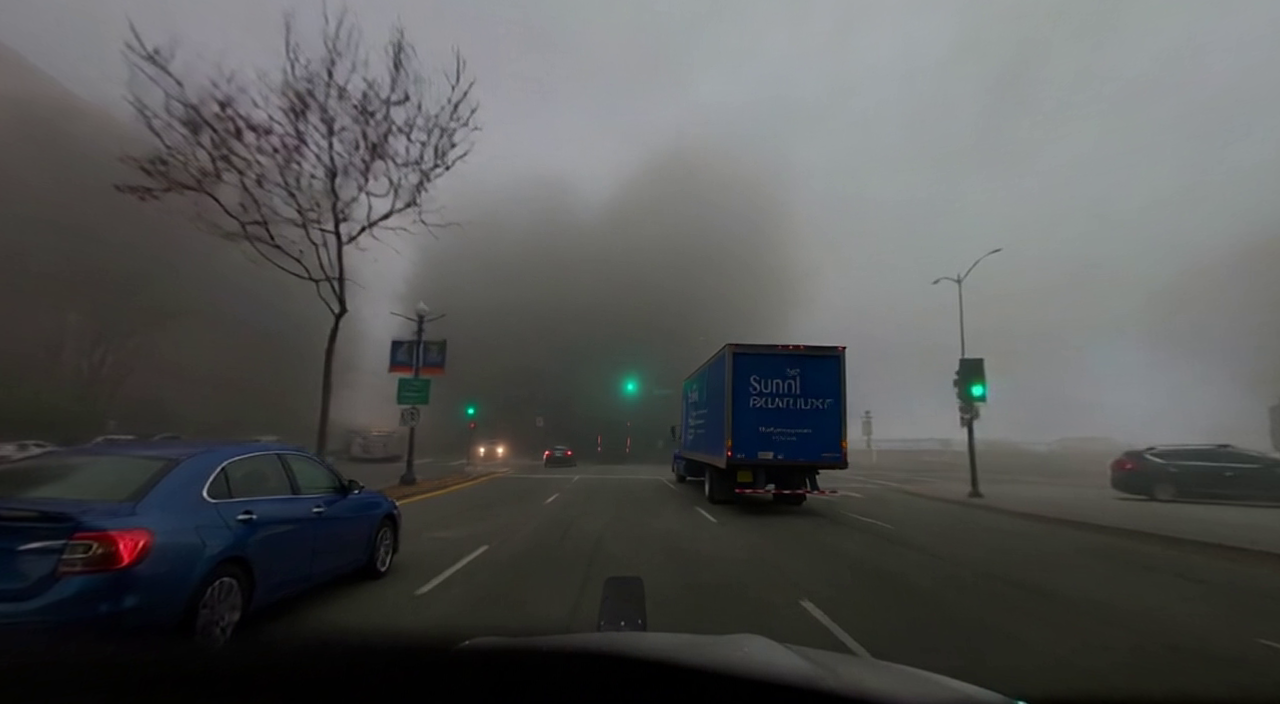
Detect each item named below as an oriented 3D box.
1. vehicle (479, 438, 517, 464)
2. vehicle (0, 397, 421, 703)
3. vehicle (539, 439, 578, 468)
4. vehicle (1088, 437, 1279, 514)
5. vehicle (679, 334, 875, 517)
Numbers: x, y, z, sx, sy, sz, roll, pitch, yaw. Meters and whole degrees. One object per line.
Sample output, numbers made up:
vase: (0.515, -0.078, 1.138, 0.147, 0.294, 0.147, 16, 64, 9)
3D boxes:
vehicle: (-10.701, 7.508, 47.740, 2.374, 1.863, 4.751, 1, -9, -7)
vehicle: (-3.423, 1.274, 4.852, 1.828, 1.515, 4.422, 0, -8, 0)
vehicle: (-5.368, 6.739, 41.823, 2.388, 1.811, 4.455, 1, -9, -5)
vehicle: (16.267, 3.390, 17.429, 5.670, 1.895, 2.219, -1, -8, 16)
vehicle: (2.995, 2.066, 16.807, 2.905, 3.644, 8.441, 0, -9, -3)
